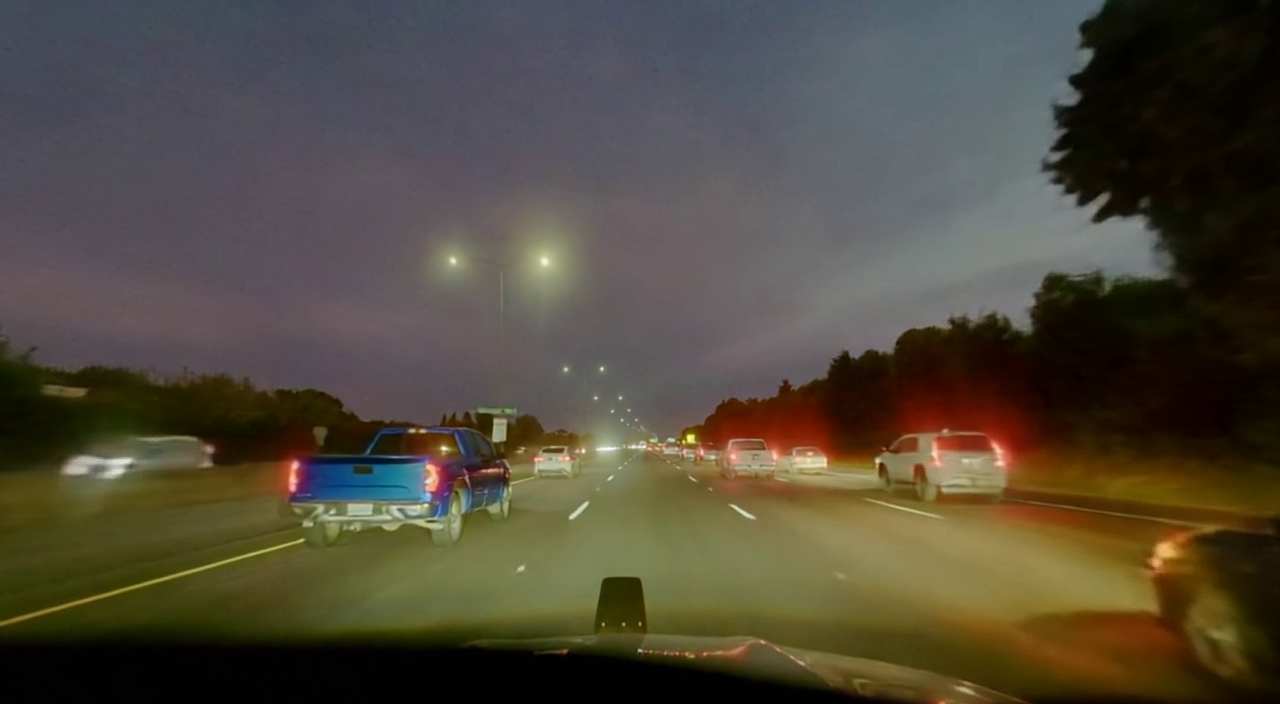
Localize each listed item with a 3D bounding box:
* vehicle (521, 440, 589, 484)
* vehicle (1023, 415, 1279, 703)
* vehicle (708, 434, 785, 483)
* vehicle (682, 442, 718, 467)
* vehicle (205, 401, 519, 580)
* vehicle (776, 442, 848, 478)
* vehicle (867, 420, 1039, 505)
[{"bbox_3d":[-3.308,4.381,25.503,1.974,1.589,5.047,0,-8,1],"label":"vehicle"},{"bbox_3d":[3.626,0.870,1.741,2.040,1.461,4.822,0,-8,-1],"label":"vehicle"},{"bbox_3d":[4.100,4.184,25.105,2.144,1.752,4.765,0,-8,-1],"label":"vehicle"},{"bbox_3d":[4.192,7.223,44.738,2.023,1.670,4.869,0,-8,-1],"label":"vehicle"},{"bbox_3d":[-3.222,1.722,8.684,2.139,1.764,4.707,0,-8,0],"label":"vehicle"},{"bbox_3d":[7.700,4.873,28.695,1.904,1.473,4.598,0,-8,-1],"label":"vehicle"},{"bbox_3d":[7.855,2.815,16.486,2.067,1.869,4.657,0,-8,0],"label":"vehicle"}]
